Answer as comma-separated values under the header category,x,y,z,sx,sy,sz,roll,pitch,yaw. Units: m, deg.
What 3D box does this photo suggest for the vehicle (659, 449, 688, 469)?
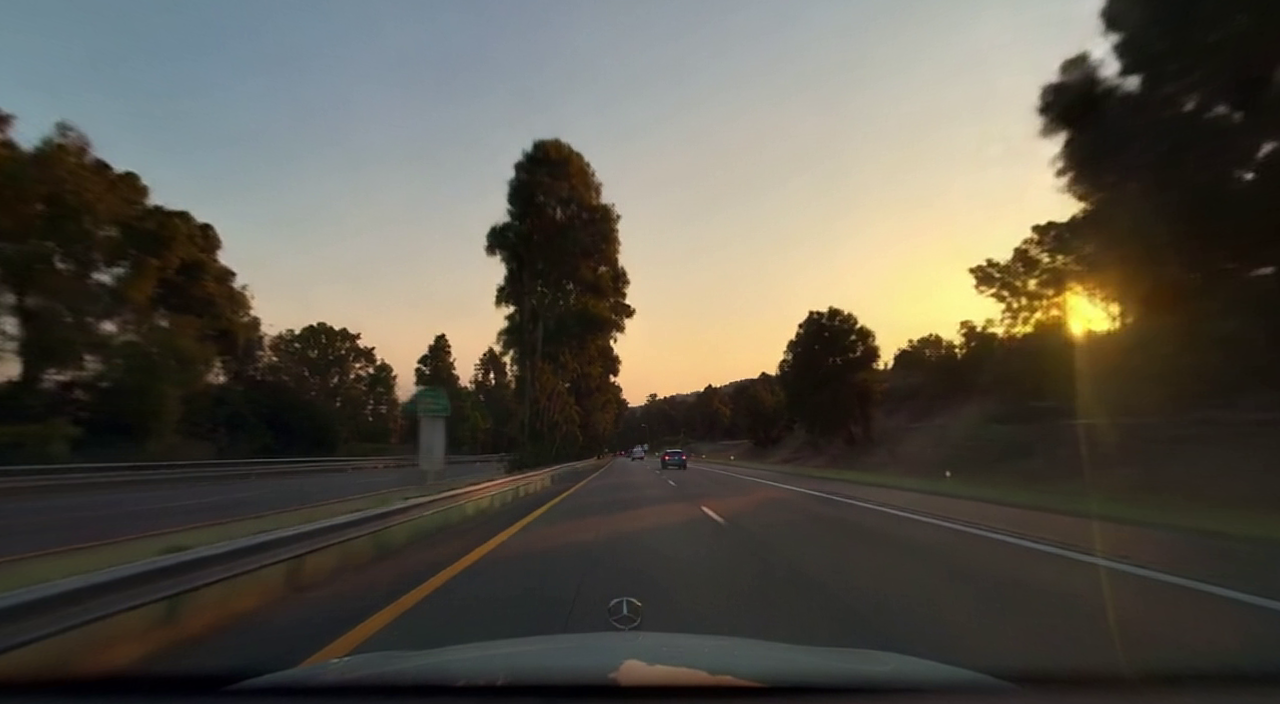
category,x,y,z,sx,sy,sz,roll,pitch,yaw
vehicle,2.589,8.357,49.393,1.870,1.486,3.858,0,-9,-3
